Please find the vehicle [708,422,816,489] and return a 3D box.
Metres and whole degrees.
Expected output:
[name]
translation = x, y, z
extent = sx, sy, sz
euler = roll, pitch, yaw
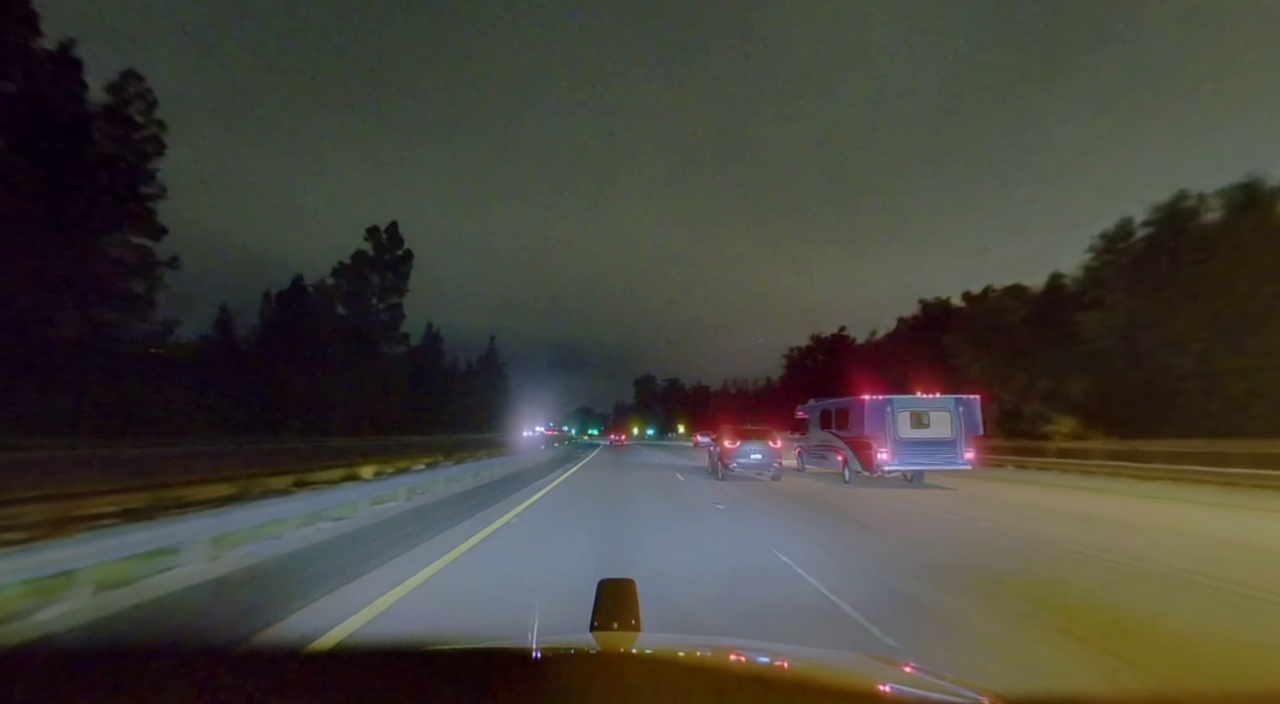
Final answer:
[vehicle]
translation = 3.128, 2.726, 17.004
extent = 2.002, 1.569, 3.845
euler = 0, -8, -2
